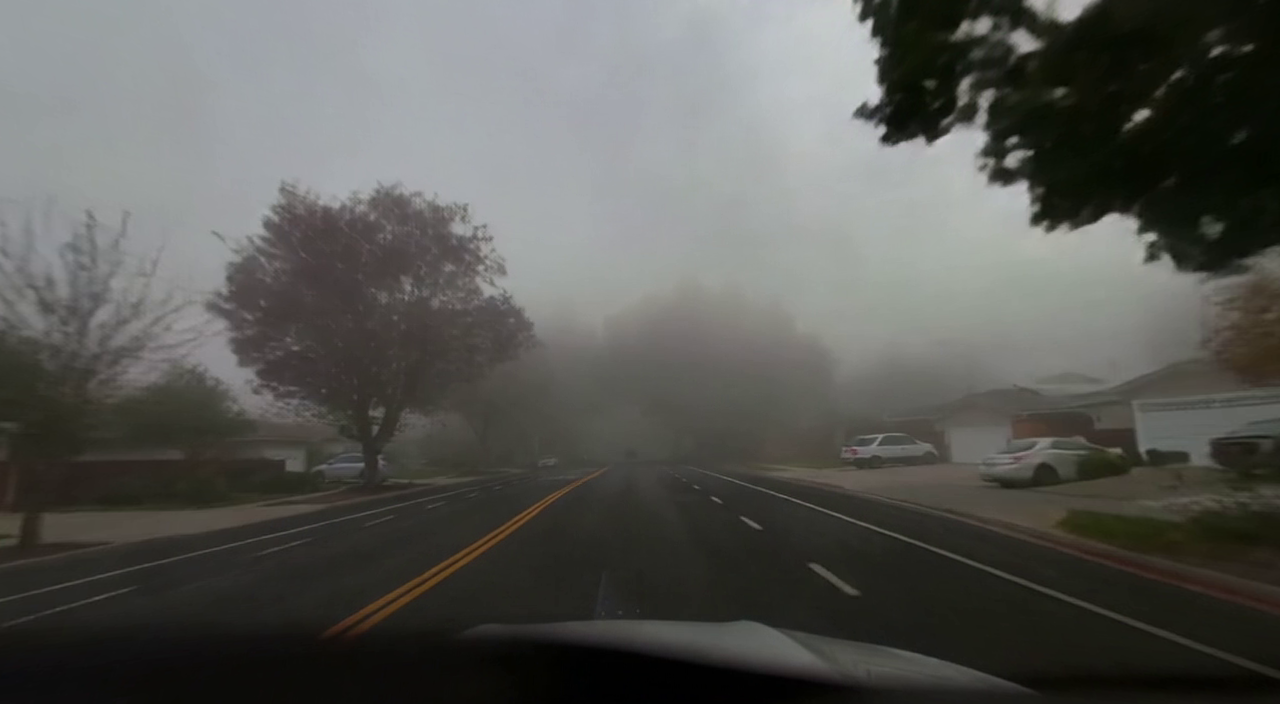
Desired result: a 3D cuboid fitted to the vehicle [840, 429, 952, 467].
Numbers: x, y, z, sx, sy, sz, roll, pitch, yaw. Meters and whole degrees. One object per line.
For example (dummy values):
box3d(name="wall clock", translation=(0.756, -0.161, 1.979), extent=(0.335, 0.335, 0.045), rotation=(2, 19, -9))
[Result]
box3d(name="vehicle", translation=(11.987, 4.506, 29.772), extent=(4.392, 1.685, 1.959), rotation=(0, -8, -4))

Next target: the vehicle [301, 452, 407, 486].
box3d(name="vehicle", translation=(-15.660, 6.412, 34.763), extent=(4.859, 1.780, 2.031), rotation=(-1, -9, 2))
